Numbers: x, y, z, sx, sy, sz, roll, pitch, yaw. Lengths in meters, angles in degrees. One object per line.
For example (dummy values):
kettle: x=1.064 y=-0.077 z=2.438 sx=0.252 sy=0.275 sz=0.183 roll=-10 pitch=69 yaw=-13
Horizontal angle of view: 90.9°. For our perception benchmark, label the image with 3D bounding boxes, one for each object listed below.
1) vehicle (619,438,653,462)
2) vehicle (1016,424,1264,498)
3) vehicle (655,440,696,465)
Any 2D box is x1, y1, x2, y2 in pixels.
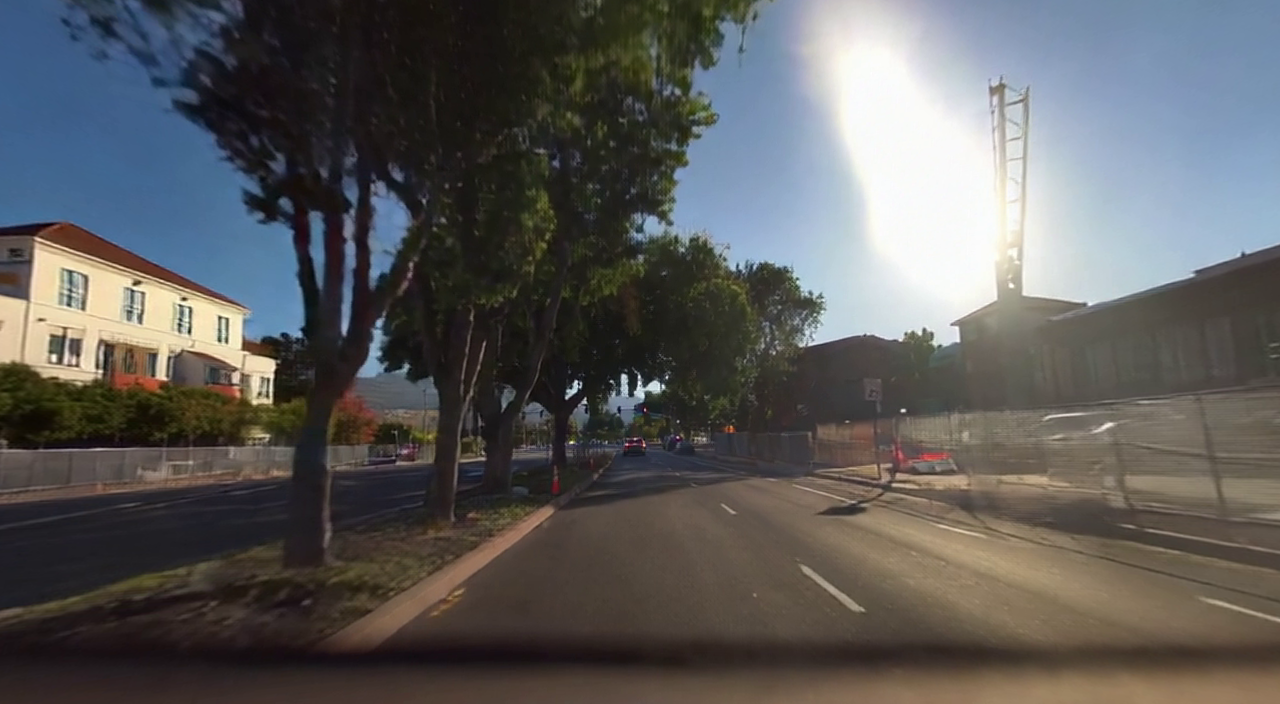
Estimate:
vehicle: x=-0.249 y=7.230 z=46.760 sx=2.000 sy=1.671 sz=4.276 roll=-1 pitch=-8 yaw=6
vehicle: x=12.251 y=2.662 z=15.931 sx=1.948 sy=1.466 sz=4.520 roll=-1 pitch=-7 yaw=-15
vehicle: x=2.340 y=6.404 z=40.415 sx=1.974 sy=1.490 sz=4.231 roll=-2 pitch=-9 yaw=12
